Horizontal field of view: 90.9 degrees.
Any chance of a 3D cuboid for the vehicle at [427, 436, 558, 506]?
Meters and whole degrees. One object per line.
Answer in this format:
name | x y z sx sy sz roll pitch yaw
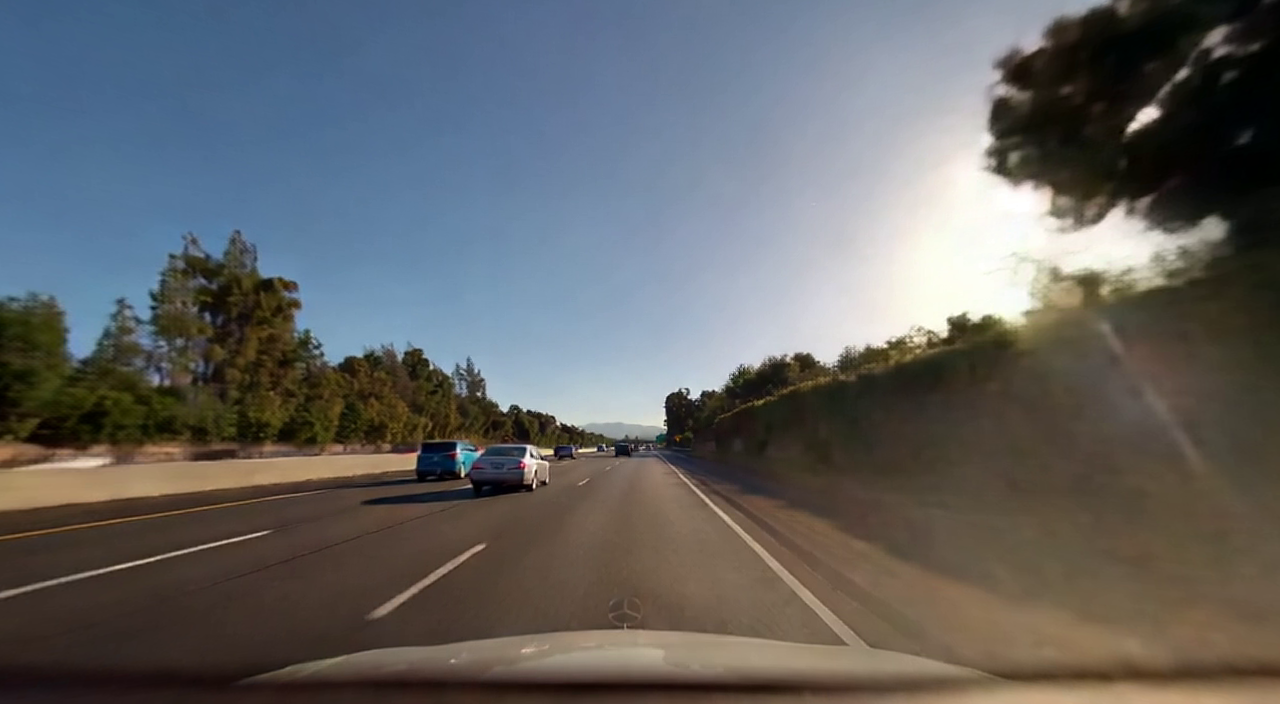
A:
vehicle | -3.575 2.993 16.389 2.081 1.514 4.943 0 -8 1
